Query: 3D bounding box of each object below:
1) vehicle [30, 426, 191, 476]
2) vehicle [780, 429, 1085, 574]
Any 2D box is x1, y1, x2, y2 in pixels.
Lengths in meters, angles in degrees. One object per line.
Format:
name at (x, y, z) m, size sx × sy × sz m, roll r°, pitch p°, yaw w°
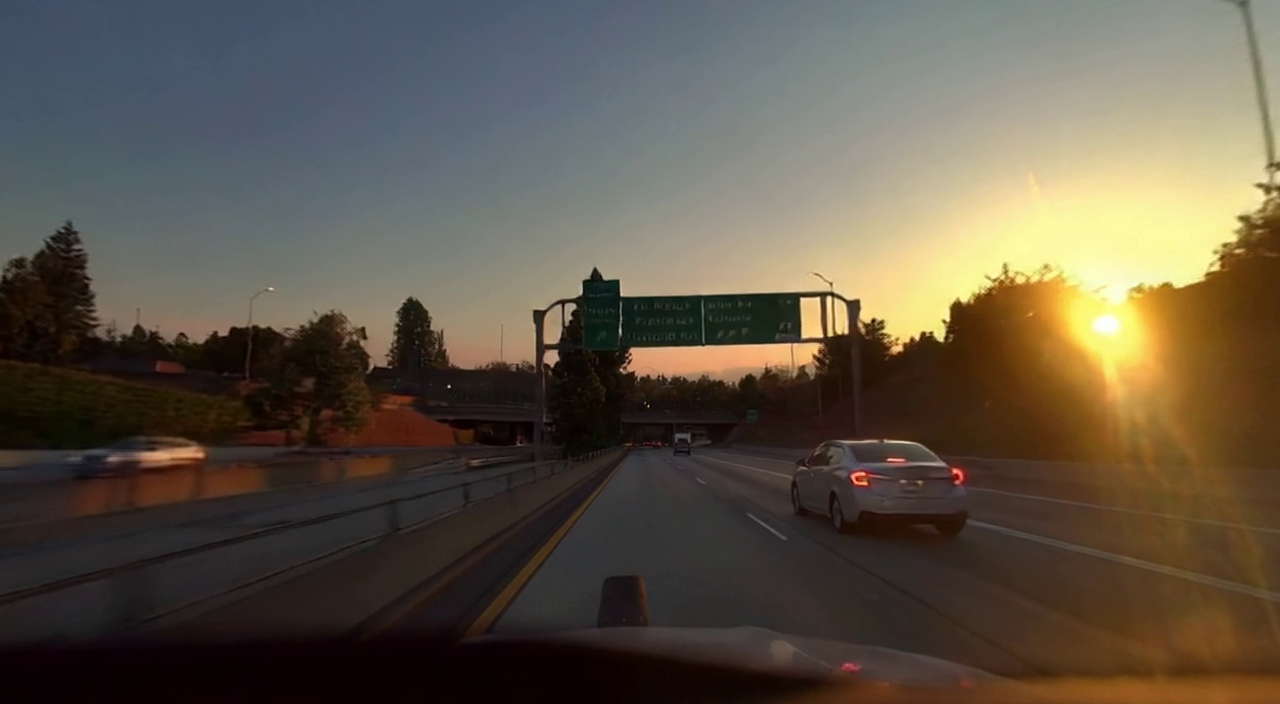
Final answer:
vehicle at (-16.842, 3.183, 20.325) m, size 1.775 × 1.448 × 3.844 m, roll 0°, pitch -8°, yaw 1°
vehicle at (3.529, 1.878, 8.802) m, size 2.091 × 1.482 × 4.522 m, roll 0°, pitch -8°, yaw 0°
